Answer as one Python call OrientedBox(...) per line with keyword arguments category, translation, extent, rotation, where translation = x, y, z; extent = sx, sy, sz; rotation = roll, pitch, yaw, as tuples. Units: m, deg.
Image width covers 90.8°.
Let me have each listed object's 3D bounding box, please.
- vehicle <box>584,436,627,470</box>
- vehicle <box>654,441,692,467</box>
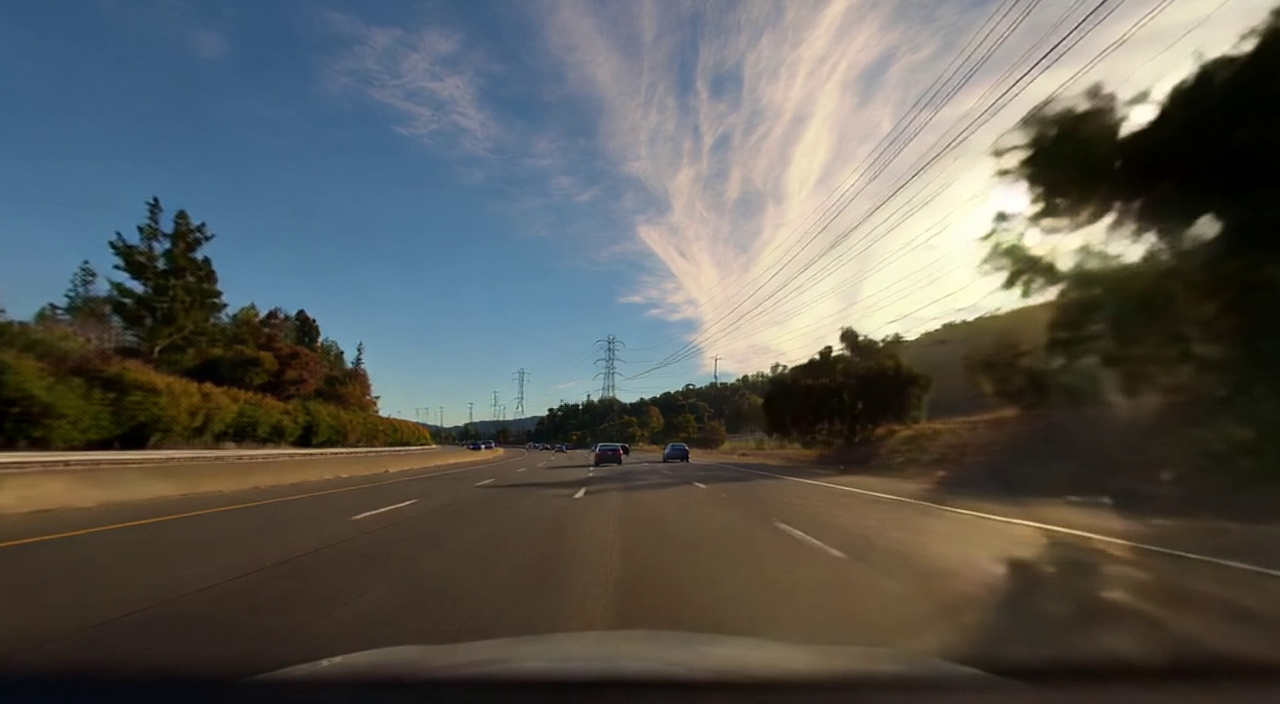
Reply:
OrientedBox(category="vehicle", translation=(-1.883, 5.481, 34.422), extent=(2.188, 1.714, 3.921), rotation=(1, -8, -3))
OrientedBox(category="vehicle", translation=(1.996, 6.267, 39.068), extent=(1.789, 1.503, 3.897), rotation=(1, -9, -5))
